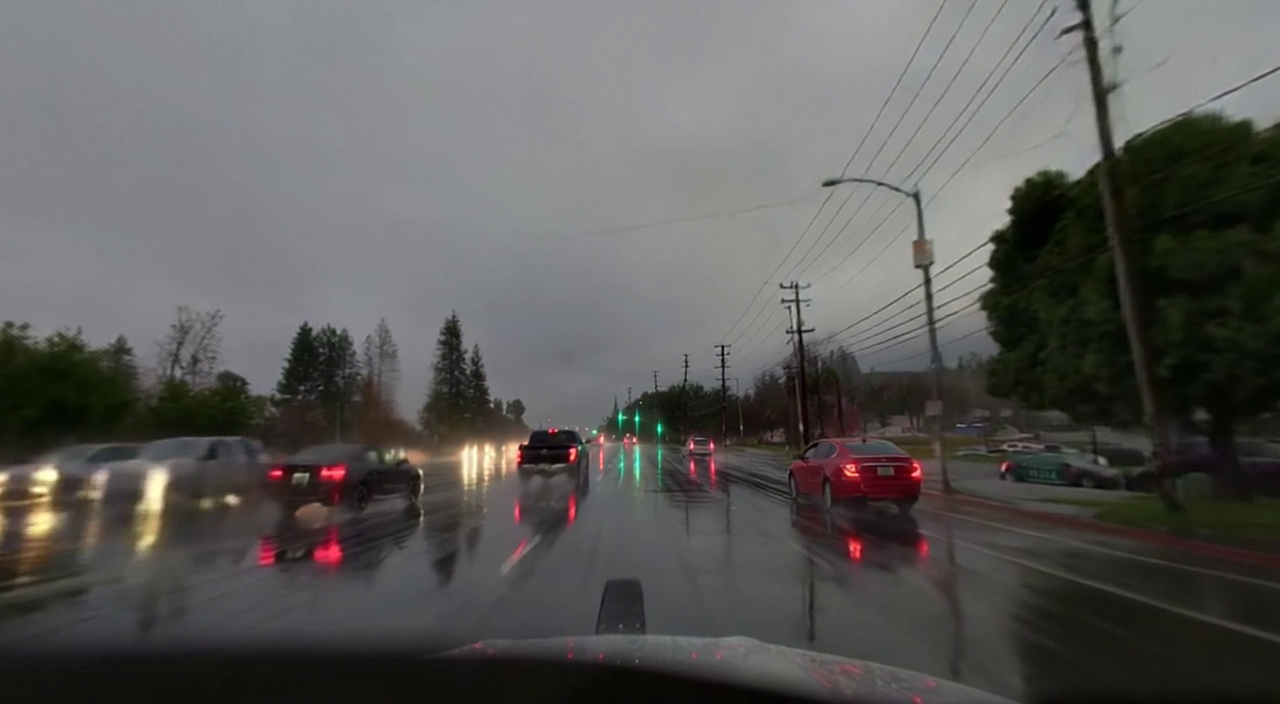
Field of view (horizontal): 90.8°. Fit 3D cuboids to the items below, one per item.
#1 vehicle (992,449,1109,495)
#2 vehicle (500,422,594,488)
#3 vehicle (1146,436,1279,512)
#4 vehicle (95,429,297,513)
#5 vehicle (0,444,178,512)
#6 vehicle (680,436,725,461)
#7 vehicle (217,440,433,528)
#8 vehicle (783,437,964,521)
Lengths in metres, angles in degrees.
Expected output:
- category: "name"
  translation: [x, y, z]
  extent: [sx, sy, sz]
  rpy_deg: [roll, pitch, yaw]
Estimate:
- category: "vehicle"
  translation: [16.570, 4.829, 25.830]
  extent: [2.002, 1.681, 4.507]
  rpy_deg: [-1, -9, 4]
- category: "vehicle"
  translation: [-3.056, 3.608, 22.365]
  extent: [2.467, 1.991, 6.089]
  rpy_deg: [0, -9, 0]
- category: "vehicle"
  translation: [16.564, 3.178, 16.787]
  extent: [2.044, 1.812, 4.935]
  rpy_deg: [0, -9, -1]
- category: "vehicle"
  translation: [-11.304, 3.044, 16.593]
  extent: [2.073, 1.737, 4.467]
  rpy_deg: [-4, -9, 1]
- category: "vehicle"
  translation: [-17.748, 3.945, 20.349]
  extent: [2.114, 1.892, 4.773]
  rpy_deg: [0, -9, -1]
- category: "vehicle"
  translation: [3.734, 5.827, 38.257]
  extent: [2.071, 1.435, 4.226]
  rpy_deg: [0, -9, -3]
- category: "vehicle"
  translation: [-6.241, 2.647, 13.338]
  extent: [2.035, 1.497, 4.723]
  rpy_deg: [0, -9, 1]
- category: "vehicle"
  translation: [4.575, 2.535, 13.262]
  extent: [1.840, 1.428, 4.602]
  rpy_deg: [0, -9, -3]
